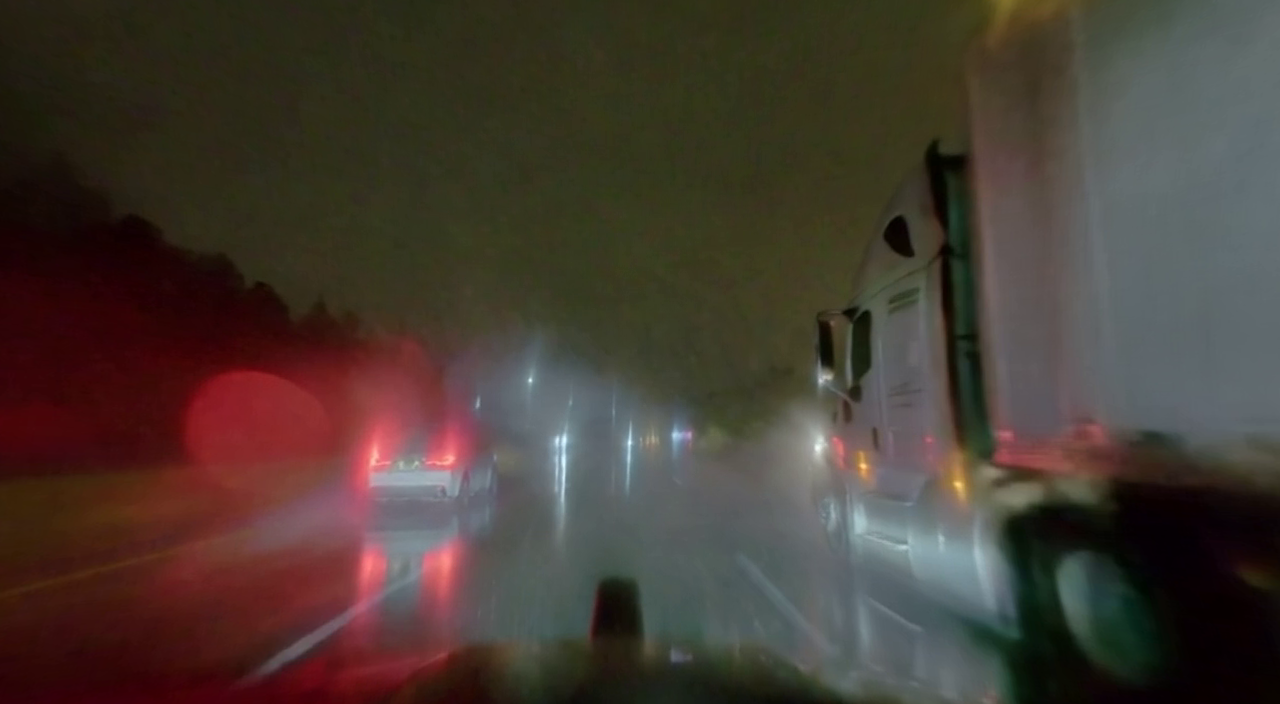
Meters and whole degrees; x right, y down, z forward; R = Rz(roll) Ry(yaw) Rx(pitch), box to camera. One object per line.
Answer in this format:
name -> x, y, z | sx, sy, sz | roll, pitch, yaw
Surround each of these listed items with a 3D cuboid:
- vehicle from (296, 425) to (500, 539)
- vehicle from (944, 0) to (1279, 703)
vehicle -> -4.059, 2.231, 11.513 | 2.063, 1.661, 4.439 | 1, -8, -2
vehicle -> 3.862, -0.714, 1.408 | 2.945, 3.778, 6.405 | 0, -8, -1
